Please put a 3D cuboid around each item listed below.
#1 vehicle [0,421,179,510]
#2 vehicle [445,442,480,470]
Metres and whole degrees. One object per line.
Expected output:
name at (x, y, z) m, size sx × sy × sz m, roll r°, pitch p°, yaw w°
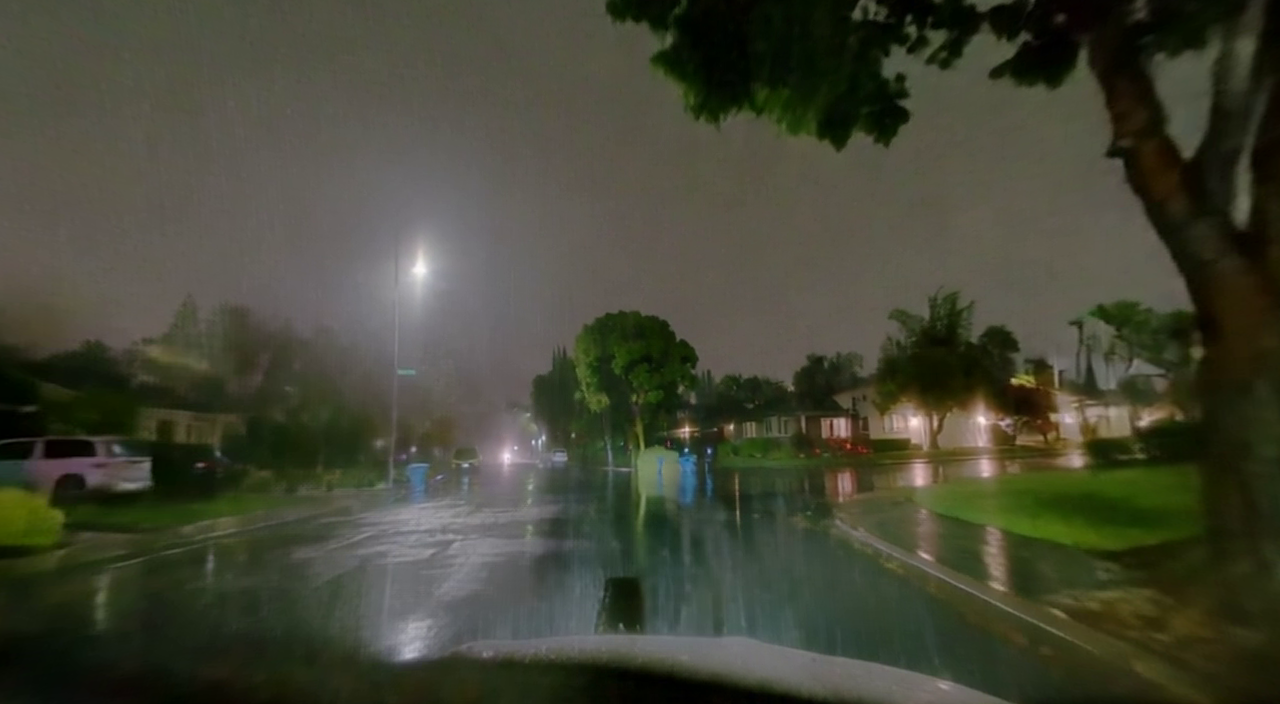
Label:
vehicle at (-14.713, 2.863, 15.511) m, size 5.045 × 1.835 × 2.315 m, roll -4°, pitch -9°, yaw 0°
vehicle at (-12.485, 7.341, 44.607) m, size 2.152 × 1.826 × 4.725 m, roll 2°, pitch -9°, yaw -14°
